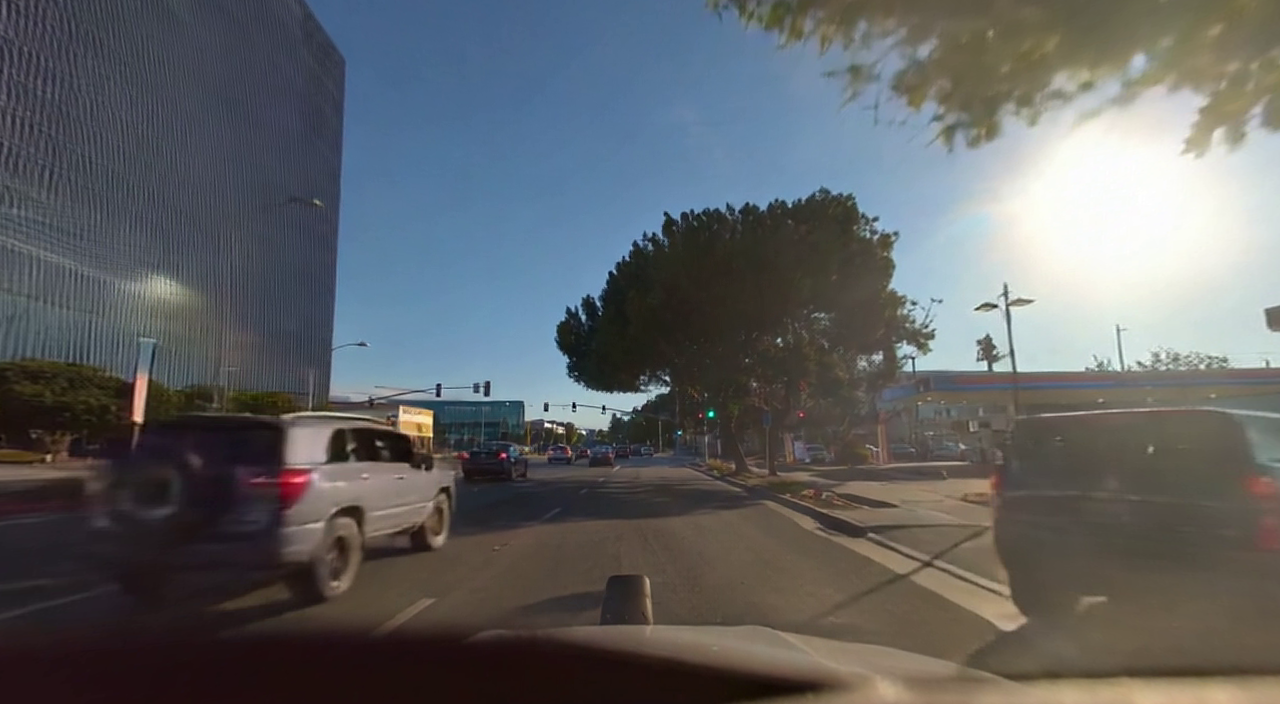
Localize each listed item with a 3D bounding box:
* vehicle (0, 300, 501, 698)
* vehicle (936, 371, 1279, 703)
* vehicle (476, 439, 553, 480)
[{"bbox_3d":[-3.593,1.215,6.574,2.602,2.091,6.347,0,-8,2],"label":"vehicle"},{"bbox_3d":[4.691,1.259,5.212,4.613,1.751,2.169,7,-11,-39],"label":"vehicle"},{"bbox_3d":[-4.944,4.280,25.447,1.900,1.473,4.425,-1,-8,4],"label":"vehicle"}]
